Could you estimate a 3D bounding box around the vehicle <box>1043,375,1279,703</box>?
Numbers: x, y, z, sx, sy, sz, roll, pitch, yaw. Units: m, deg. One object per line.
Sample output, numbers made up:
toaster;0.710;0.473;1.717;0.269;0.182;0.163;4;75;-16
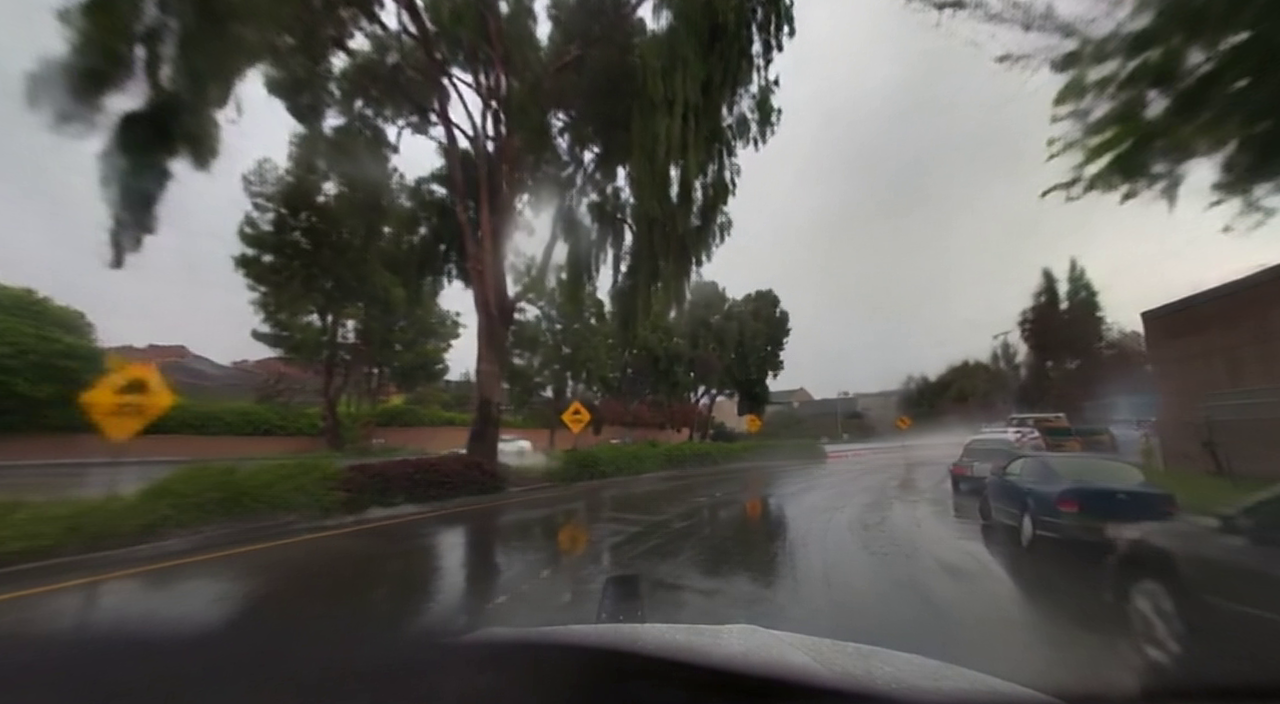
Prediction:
vehicle;3.538;0.783;1.671;2.195;1.605;5.134;-1;-8;9
